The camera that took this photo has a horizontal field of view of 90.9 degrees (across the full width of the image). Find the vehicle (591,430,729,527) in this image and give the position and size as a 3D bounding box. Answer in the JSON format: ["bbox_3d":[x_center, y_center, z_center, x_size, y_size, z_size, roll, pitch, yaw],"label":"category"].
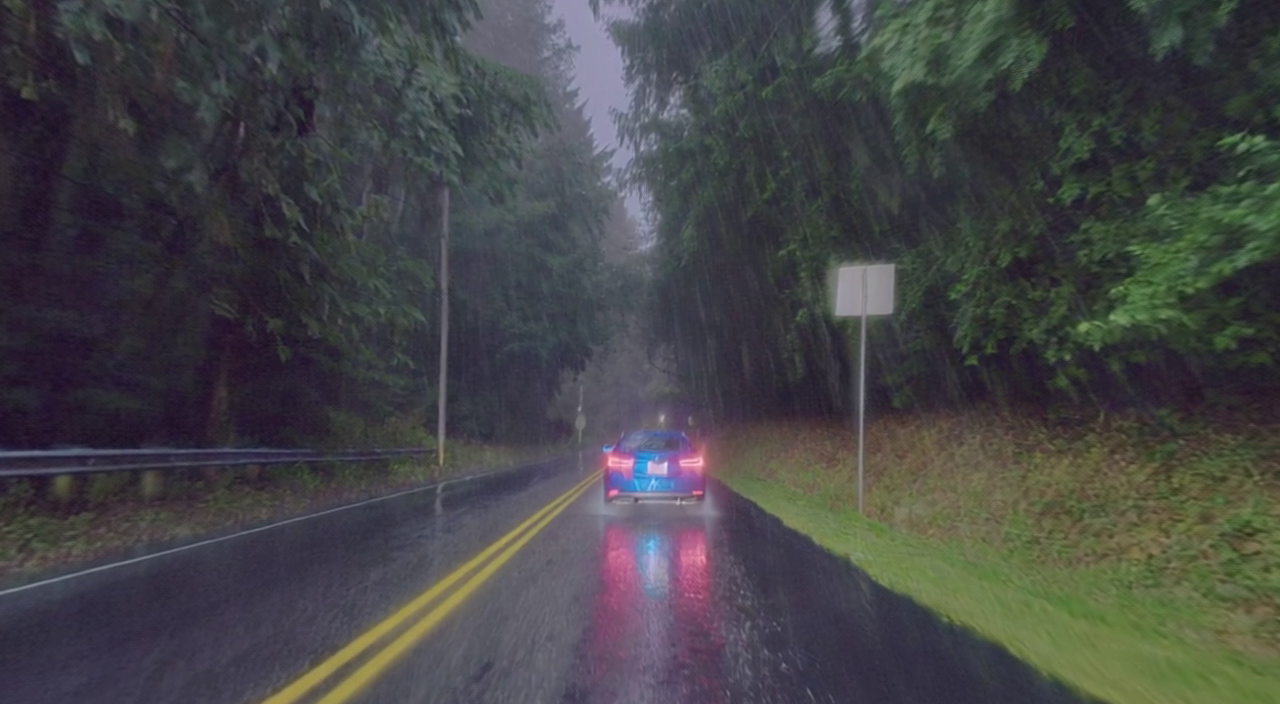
[{"bbox_3d":[0.322,2.291,11.932,2.187,1.533,3.726,0,-8,0],"label":"vehicle"}]
